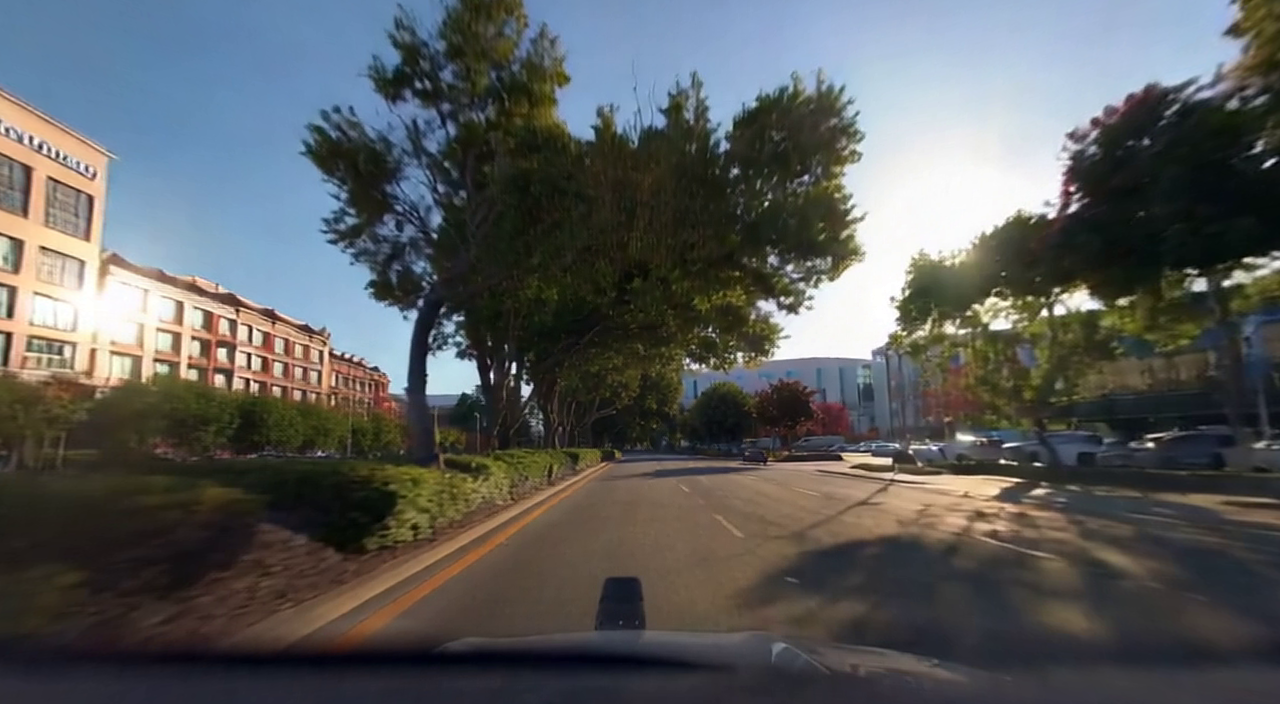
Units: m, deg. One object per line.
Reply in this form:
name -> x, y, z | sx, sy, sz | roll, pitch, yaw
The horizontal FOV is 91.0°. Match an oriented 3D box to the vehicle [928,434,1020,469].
vehicle -> 19.256, 5.767, 36.659 | 2.179, 1.767, 5.837 | -2, -8, 0

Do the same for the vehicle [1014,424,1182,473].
vehicle -> 19.225, 4.090, 26.839 | 2.151, 1.838, 5.534 | 3, -9, -15
